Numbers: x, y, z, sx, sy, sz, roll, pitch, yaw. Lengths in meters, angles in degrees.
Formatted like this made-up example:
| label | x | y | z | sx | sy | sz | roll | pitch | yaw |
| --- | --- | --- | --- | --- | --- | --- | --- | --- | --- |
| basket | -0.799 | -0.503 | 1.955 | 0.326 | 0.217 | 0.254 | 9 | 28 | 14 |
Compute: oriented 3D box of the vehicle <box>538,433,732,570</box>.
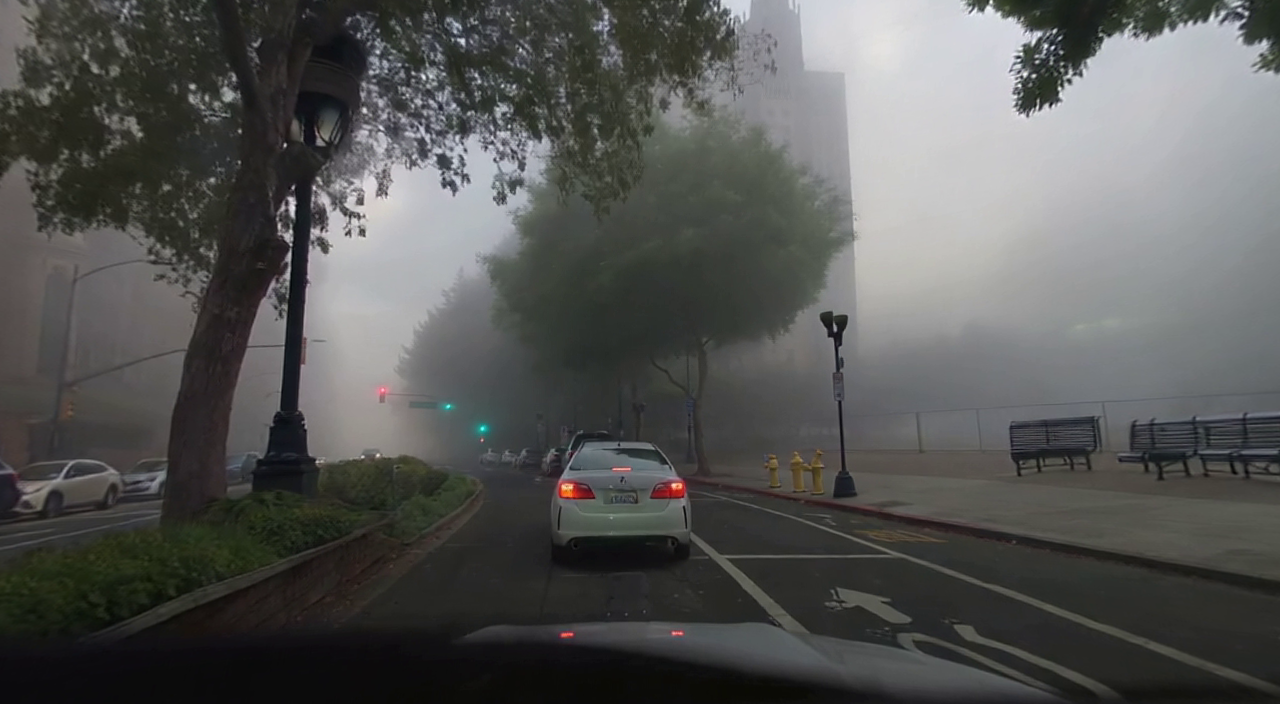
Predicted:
| label | x | y | z | sx | sy | sz | roll | pitch | yaw |
| --- | --- | --- | --- | --- | --- | --- | --- | --- | --- |
| vehicle | -0.234 | 1.940 | 9.029 | 2.142 | 1.475 | 4.051 | 1 | -8 | -6 |
